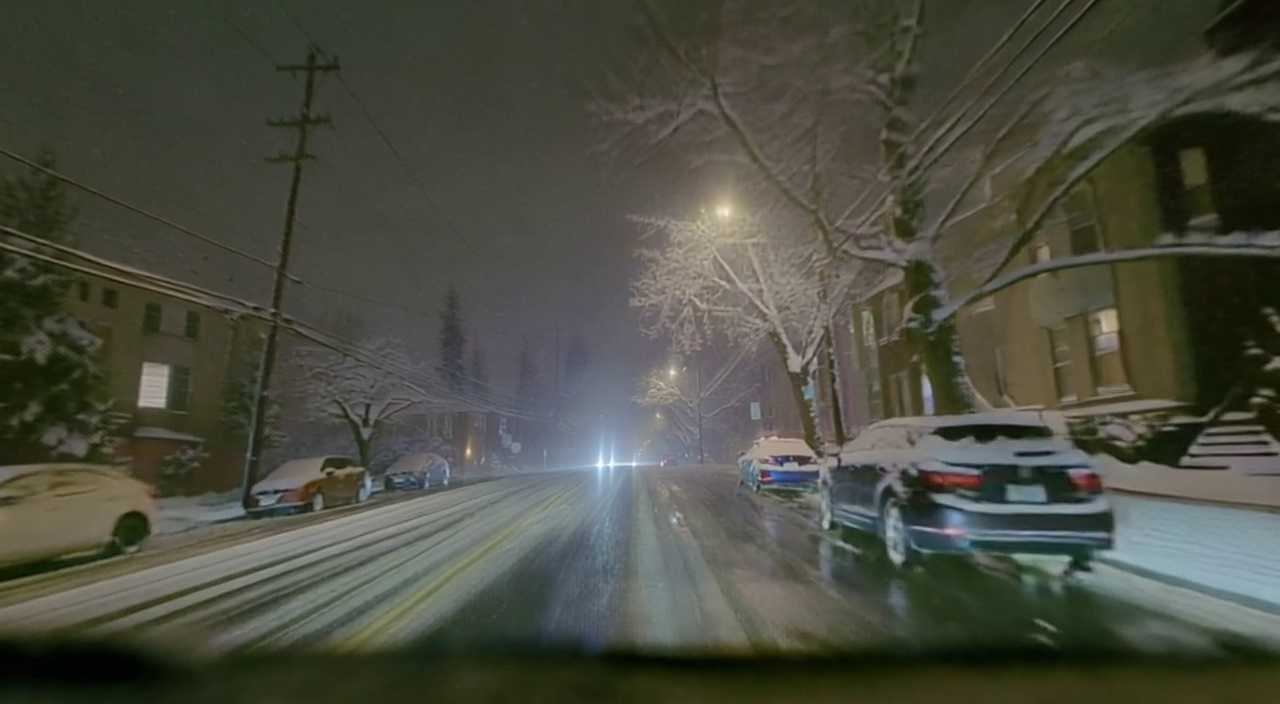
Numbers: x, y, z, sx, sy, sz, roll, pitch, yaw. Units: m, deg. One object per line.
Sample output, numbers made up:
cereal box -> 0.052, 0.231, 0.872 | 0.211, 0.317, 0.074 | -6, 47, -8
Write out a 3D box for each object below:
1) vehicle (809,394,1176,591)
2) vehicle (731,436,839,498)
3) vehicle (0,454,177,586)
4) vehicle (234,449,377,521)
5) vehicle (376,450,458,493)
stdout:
vehicle -> 3.739, 1.581, 7.888 | 2.155, 1.747, 4.311 | -1, -8, 2
vehicle -> 3.840, 3.130, 17.636 | 1.946, 1.468, 4.721 | 0, -8, 0
vehicle -> -9.298, 2.387, 9.116 | 2.051, 1.657, 4.322 | -3, -9, -2
vehicle -> -9.384, 3.701, 18.135 | 1.884, 1.526, 4.061 | -5, -7, 1
vehicle -> -9.437, 5.040, 27.115 | 2.000, 1.495, 4.687 | -3, -8, -3
